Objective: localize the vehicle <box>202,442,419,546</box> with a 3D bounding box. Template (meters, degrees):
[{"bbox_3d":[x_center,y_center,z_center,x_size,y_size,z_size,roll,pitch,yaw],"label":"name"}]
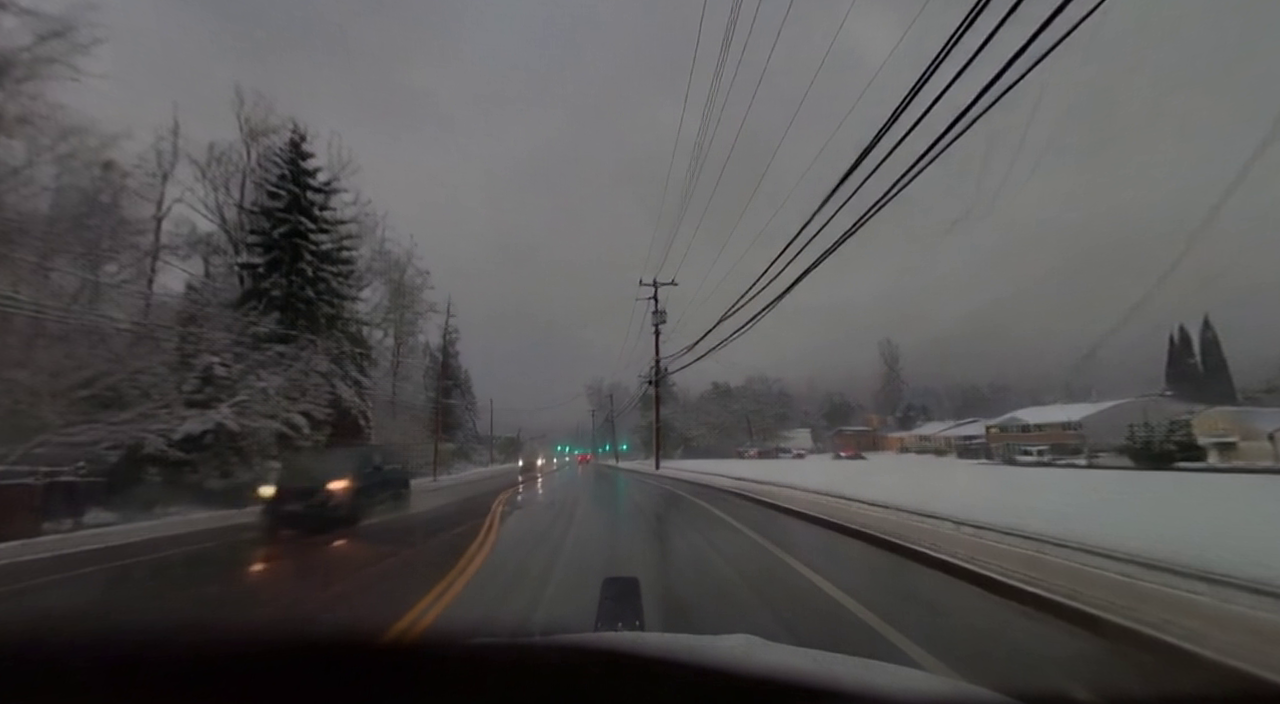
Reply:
[{"bbox_3d":[-6.758,2.910,13.808,2.220,1.817,4.839,0,-8,-1],"label":"vehicle"}]

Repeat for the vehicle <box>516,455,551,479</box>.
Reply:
[{"bbox_3d":[-8.050,8.697,48.053,2.121,1.653,4.510,0,-8,-3],"label":"vehicle"}]
